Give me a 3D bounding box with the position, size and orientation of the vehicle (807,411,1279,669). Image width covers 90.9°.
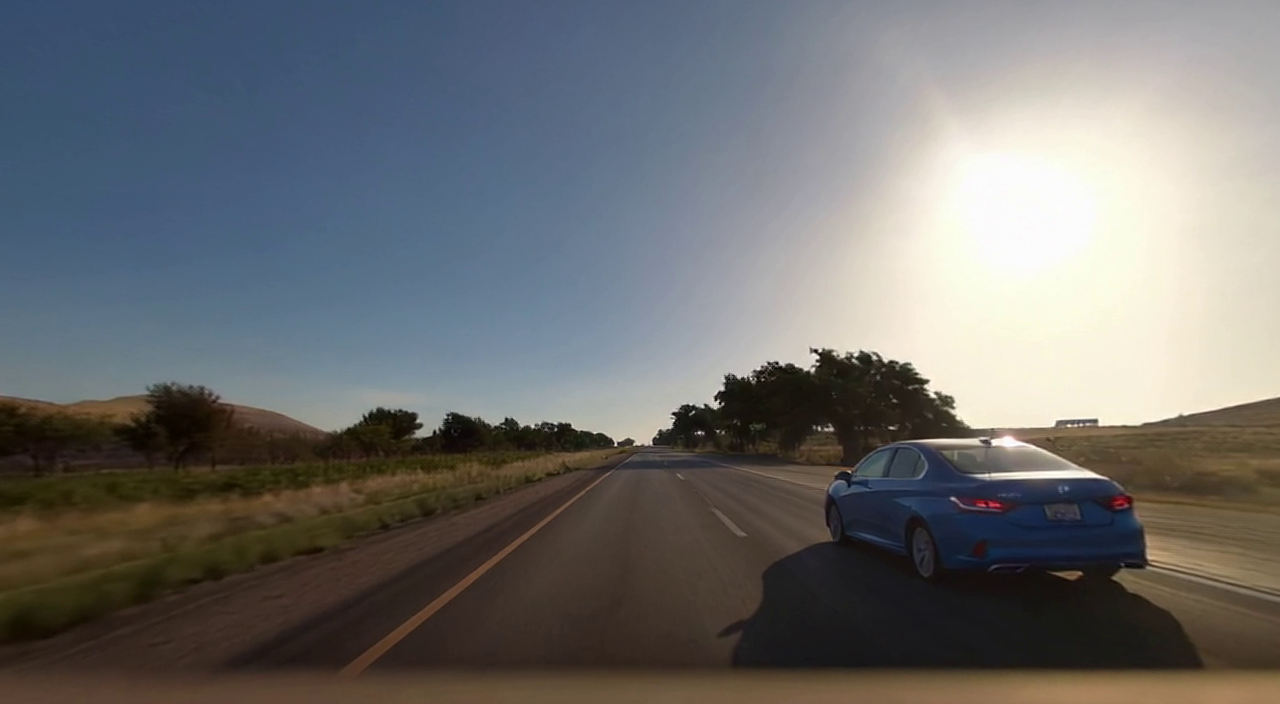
[{"bbox_3d":[3.182,1.415,5.923,2.003,1.466,4.441,-1,-8,0],"label":"vehicle"}]
